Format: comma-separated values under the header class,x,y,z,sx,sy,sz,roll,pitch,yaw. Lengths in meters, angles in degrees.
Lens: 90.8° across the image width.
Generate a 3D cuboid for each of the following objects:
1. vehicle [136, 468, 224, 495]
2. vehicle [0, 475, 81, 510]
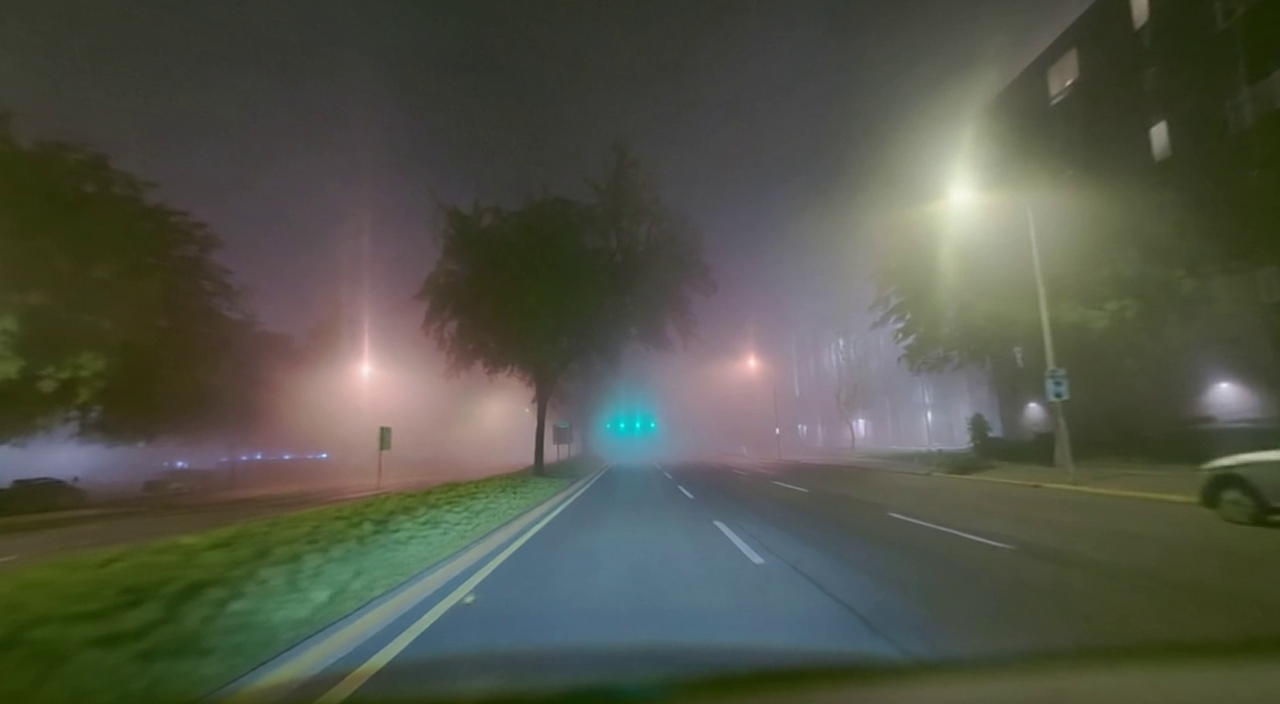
class,x,y,z,sx,sy,sz,roll,pitch,yaw
vehicle,-32.487,9.115,44.812,1.807,1.568,4.997,-4,-9,13
vehicle,-30.973,6.893,31.013,4.646,1.544,2.187,3,-9,-19
